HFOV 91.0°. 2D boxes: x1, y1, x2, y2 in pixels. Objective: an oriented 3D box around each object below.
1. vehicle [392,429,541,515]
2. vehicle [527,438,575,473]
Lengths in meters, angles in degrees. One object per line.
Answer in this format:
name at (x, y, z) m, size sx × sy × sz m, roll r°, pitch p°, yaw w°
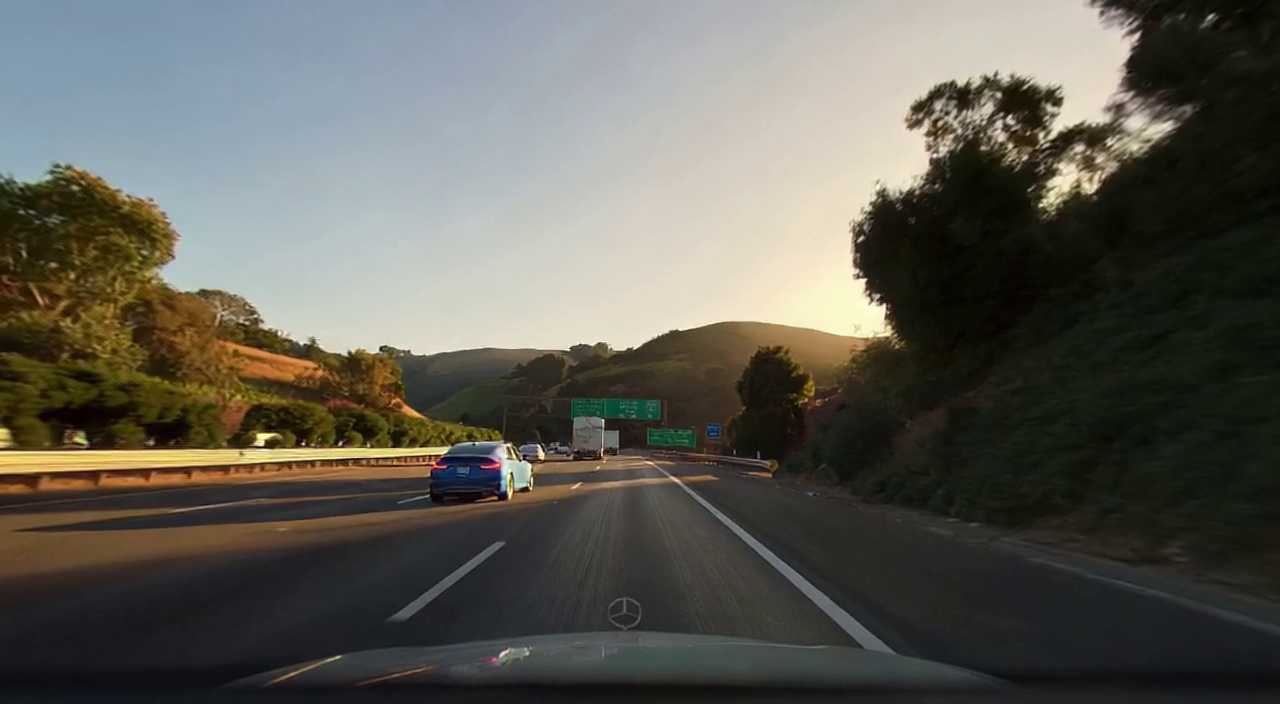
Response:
vehicle at (-3.839, 2.752, 14.977) m, size 2.180 × 1.685 × 4.668 m, roll 0°, pitch -9°, yaw 0°
vehicle at (-4.764, 5.585, 34.243) m, size 2.081 × 1.740 × 4.268 m, roll 1°, pitch -9°, yaw -2°
